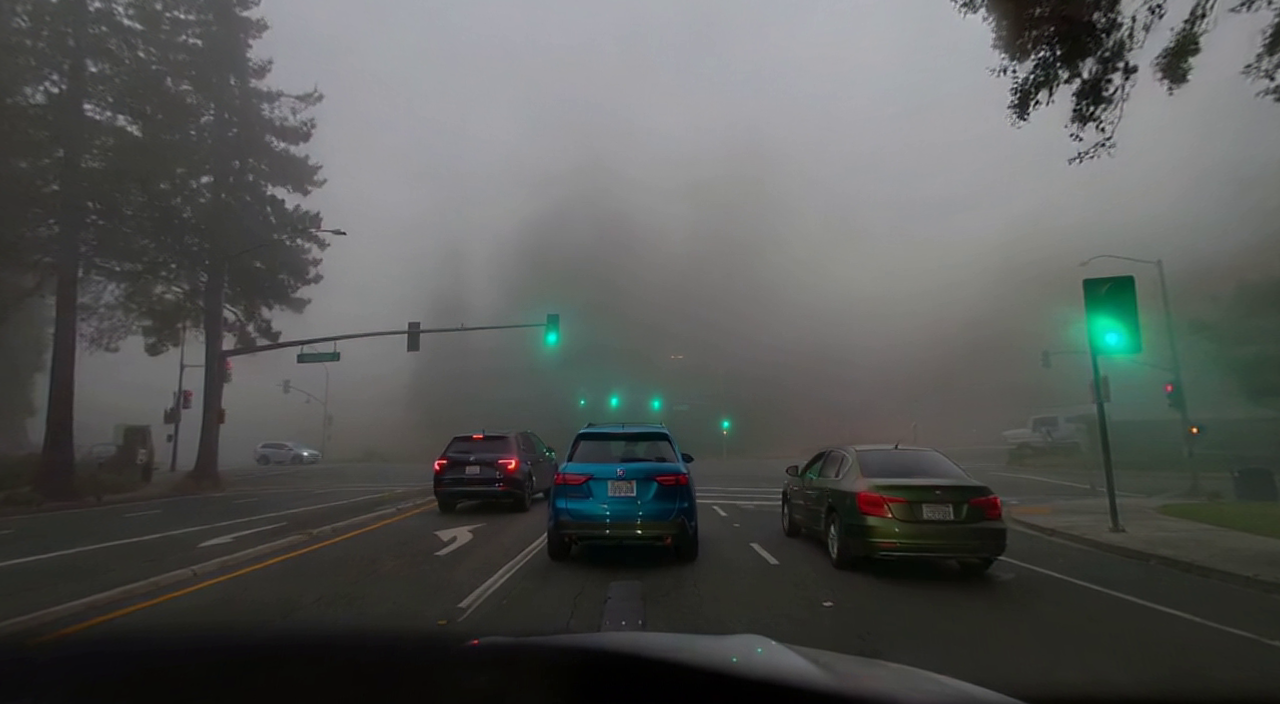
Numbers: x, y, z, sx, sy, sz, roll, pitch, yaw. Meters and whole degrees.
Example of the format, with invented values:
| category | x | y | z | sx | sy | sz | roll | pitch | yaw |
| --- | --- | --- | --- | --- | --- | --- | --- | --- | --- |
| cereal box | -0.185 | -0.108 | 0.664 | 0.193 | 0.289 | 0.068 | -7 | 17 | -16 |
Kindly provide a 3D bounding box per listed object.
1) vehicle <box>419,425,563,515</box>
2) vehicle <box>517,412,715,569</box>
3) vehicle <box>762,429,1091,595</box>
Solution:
| category | x | y | z | sx | sy | sz | roll | pitch | yaw |
| --- | --- | --- | --- | --- | --- | --- | --- | --- | --- |
| vehicle | -3.013 | 2.486 | 13.699 | 1.987 | 1.633 | 4.005 | 0 | -8 | 3 |
| vehicle | -0.239 | 1.792 | 8.883 | 2.108 | 1.654 | 4.235 | 0 | -8 | 0 |
| vehicle | 3.020 | 1.777 | 7.957 | 2.056 | 1.468 | 4.520 | 0 | -8 | 0 |
